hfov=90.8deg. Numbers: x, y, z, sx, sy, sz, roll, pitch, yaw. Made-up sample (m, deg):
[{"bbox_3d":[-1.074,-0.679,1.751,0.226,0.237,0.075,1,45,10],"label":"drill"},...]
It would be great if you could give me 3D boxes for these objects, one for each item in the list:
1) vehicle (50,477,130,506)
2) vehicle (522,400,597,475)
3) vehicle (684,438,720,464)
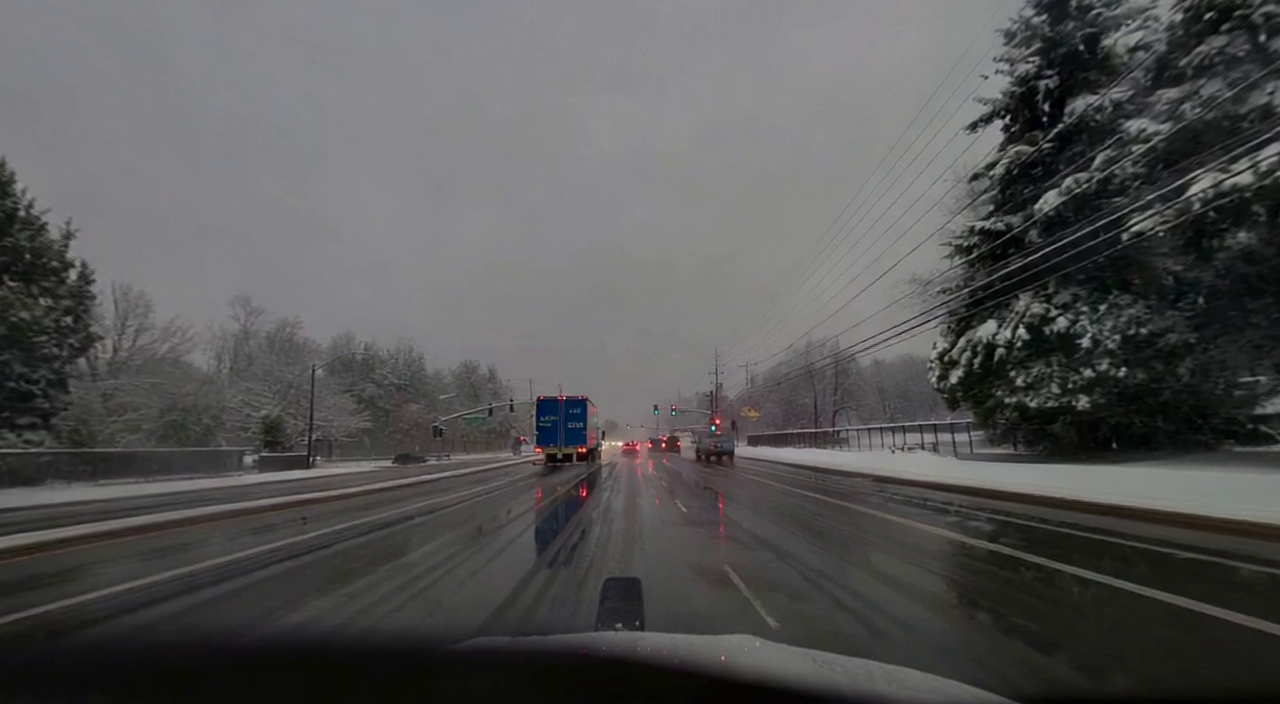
[{"bbox_3d":[-33.867,8.560,39.028,1.715,1.452,3.933,1,-8,-7],"label":"vehicle"},{"bbox_3d":[-3.898,4.442,32.670,2.889,3.347,8.285,0,-8,-1],"label":"vehicle"},{"bbox_3d":[4.148,6.704,42.972,2.102,1.662,4.533,0,-8,1],"label":"vehicle"}]
